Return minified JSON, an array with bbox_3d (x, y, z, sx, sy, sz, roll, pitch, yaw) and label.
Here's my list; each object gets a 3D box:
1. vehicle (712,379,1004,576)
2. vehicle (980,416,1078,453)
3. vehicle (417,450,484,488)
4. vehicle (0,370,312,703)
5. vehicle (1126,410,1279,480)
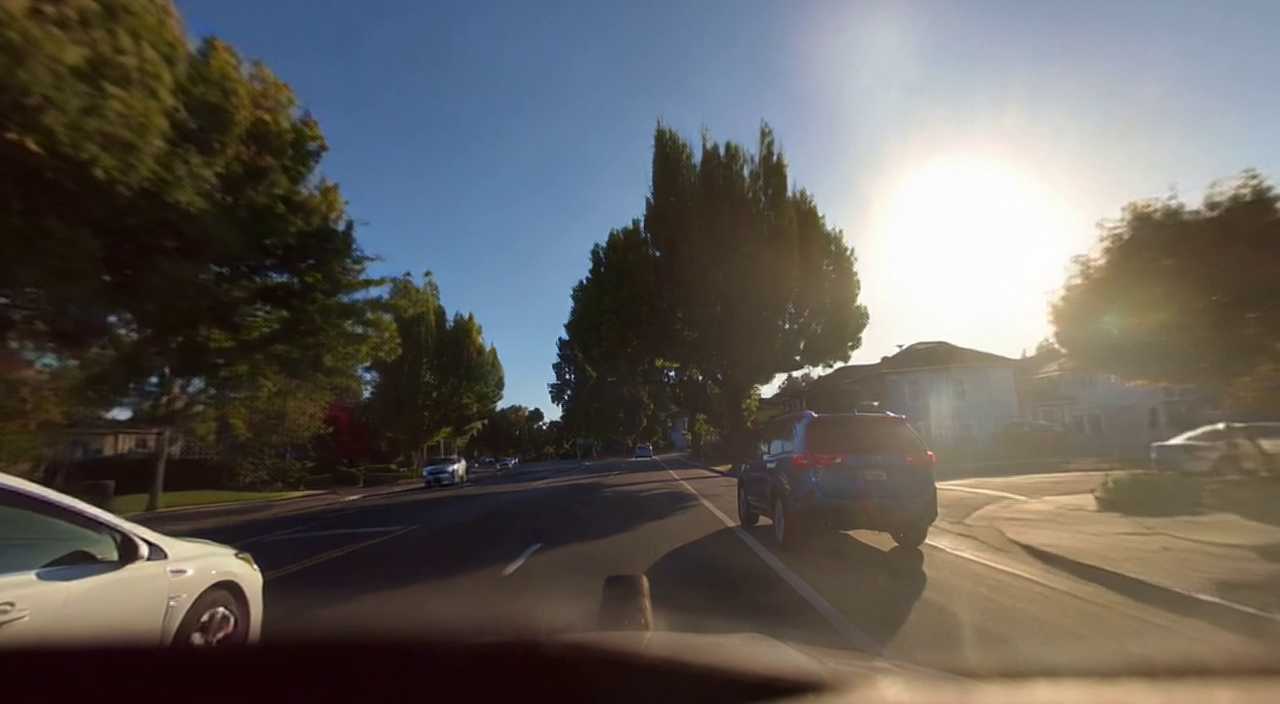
[{"bbox_3d":[2.624,1.732,9.517,2.338,2.063,5.592,0,-8,-1],"label":"vehicle"},{"bbox_3d":[19.810,4.294,32.367,1.984,1.740,4.601,0,-8,-1],"label":"vehicle"},{"bbox_3d":[-9.457,5.873,31.876,2.058,1.718,4.232,0,-8,0],"label":"vehicle"},{"bbox_3d":[-3.290,0.871,1.988,2.058,1.659,4.514,0,-8,0],"label":"vehicle"},{"bbox_3d":[15.808,2.425,16.517,4.392,1.701,1.991,-1,-8,1],"label":"vehicle"}]
